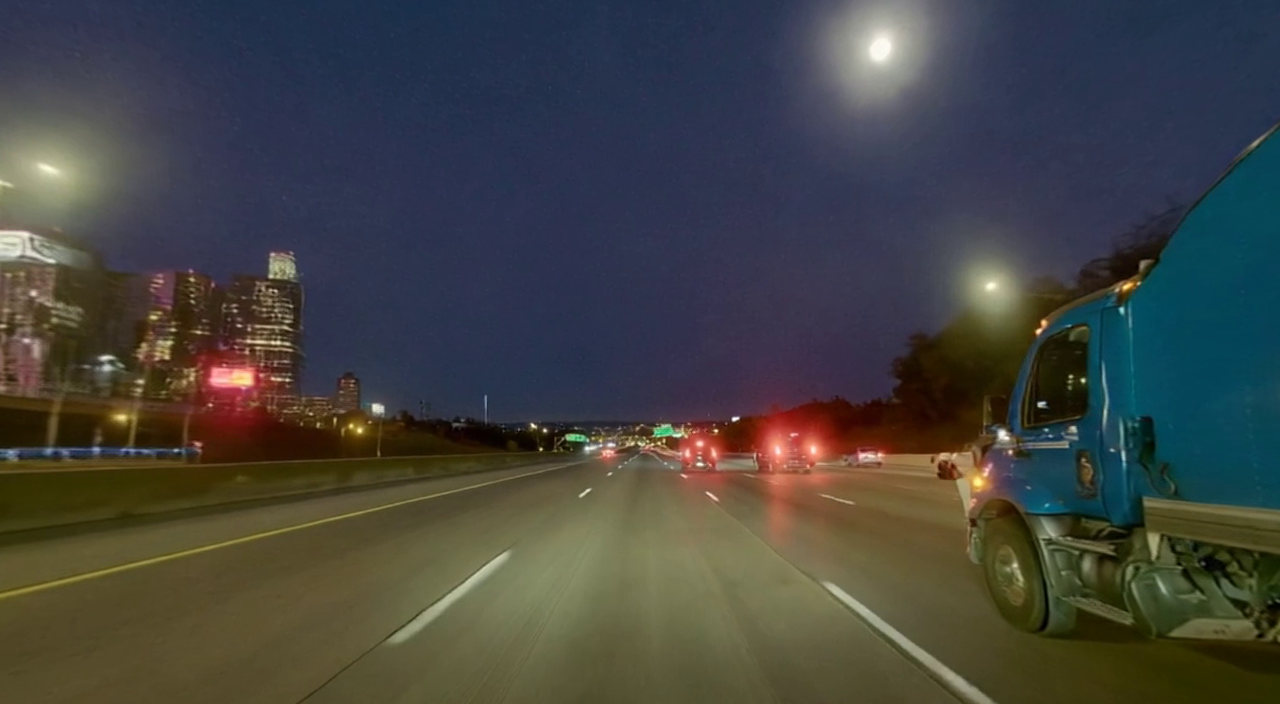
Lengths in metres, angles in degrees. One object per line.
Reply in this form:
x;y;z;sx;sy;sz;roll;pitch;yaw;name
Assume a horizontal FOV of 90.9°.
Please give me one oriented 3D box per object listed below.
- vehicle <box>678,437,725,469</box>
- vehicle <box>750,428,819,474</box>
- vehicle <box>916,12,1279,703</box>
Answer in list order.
4.054;6.777;42.642;2.464;1.961;5.520;0;-8;-1;vehicle
7.451;5.200;33.249;2.301;2.203;5.419;0;-8;-1;vehicle
3.307;0.133;1.104;2.436;2.745;7.034;0;-8;0;vehicle
